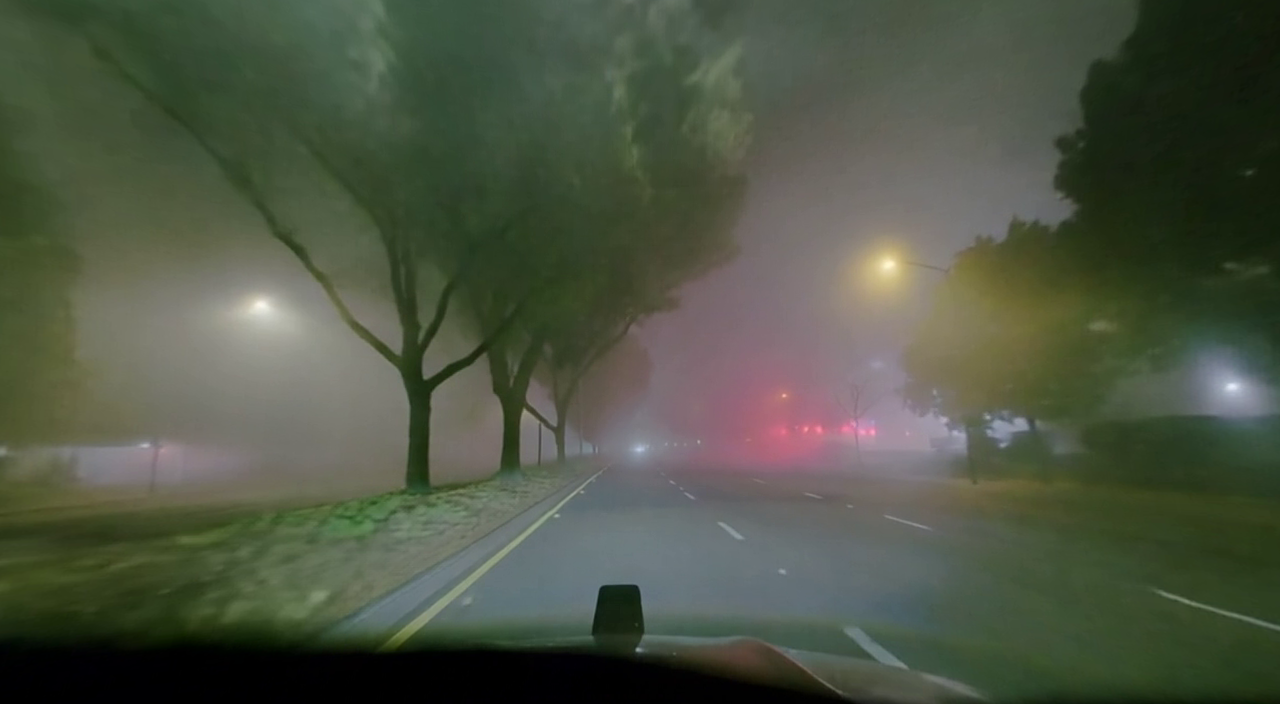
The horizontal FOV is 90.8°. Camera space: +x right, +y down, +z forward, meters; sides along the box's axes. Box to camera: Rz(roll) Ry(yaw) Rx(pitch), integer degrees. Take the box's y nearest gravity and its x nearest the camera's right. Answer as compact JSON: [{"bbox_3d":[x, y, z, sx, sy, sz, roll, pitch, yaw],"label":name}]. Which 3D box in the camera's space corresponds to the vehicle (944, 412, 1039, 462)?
[{"bbox_3d":[21.688,5.335,39.367,2.400,2.851,5.992,0,-8,0],"label":"vehicle"}]
